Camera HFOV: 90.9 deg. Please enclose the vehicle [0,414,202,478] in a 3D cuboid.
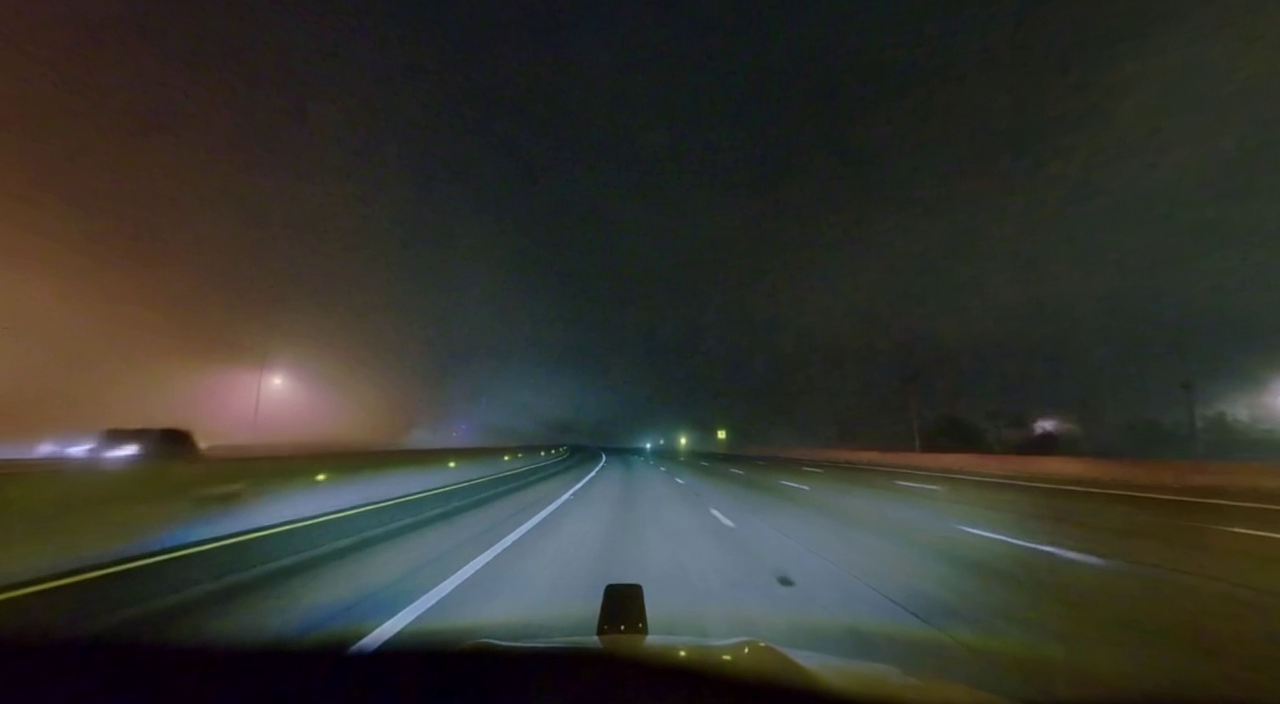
[{"bbox_3d":[-16.008,2.853,19.163,2.065,1.686,4.572,0,-8,0],"label":"vehicle"}]
